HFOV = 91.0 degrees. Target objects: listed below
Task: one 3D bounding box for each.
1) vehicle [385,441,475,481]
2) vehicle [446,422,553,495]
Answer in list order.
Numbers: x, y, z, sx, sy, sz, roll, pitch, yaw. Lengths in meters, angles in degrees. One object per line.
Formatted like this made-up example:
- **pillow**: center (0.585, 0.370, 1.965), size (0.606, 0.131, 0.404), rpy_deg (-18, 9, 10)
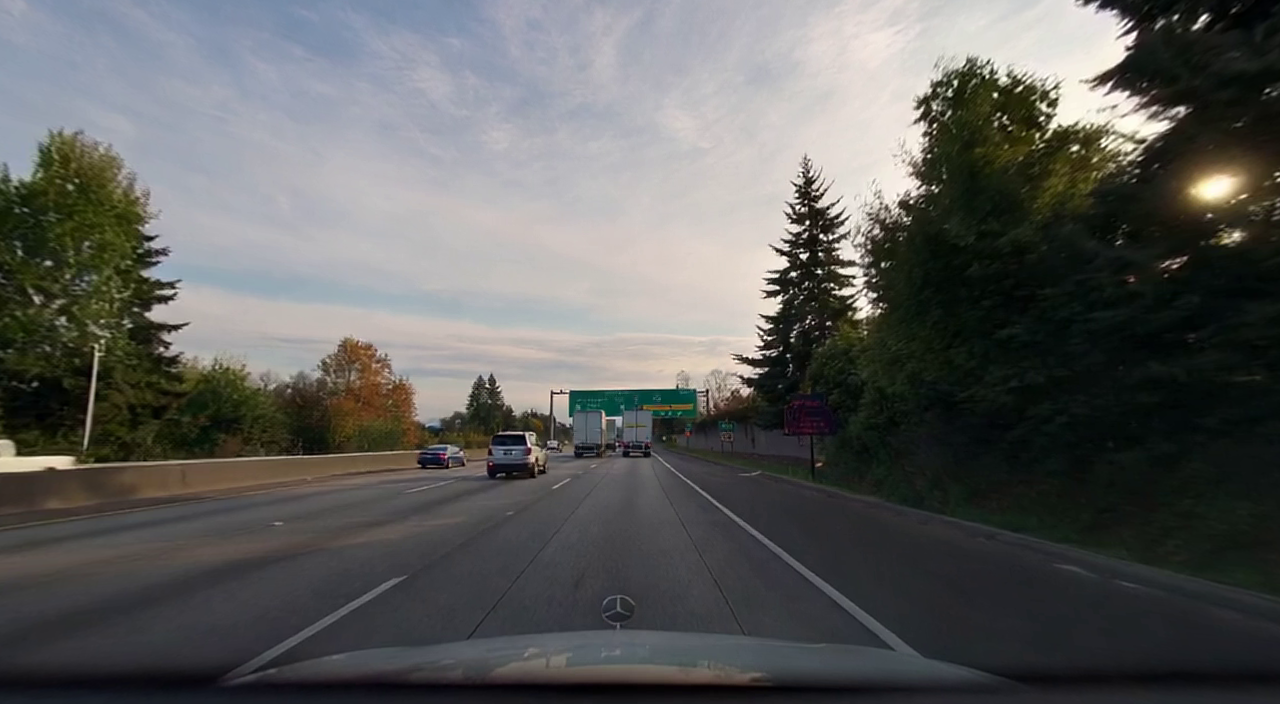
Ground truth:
- **vehicle**: center (-7.874, 4.110, 24.085), size (1.946, 1.365, 4.420), rpy_deg (0, -8, 0)
- **vehicle**: center (-3.948, 3.089, 18.712), size (2.127, 1.839, 4.984), rpy_deg (0, -8, -1)
